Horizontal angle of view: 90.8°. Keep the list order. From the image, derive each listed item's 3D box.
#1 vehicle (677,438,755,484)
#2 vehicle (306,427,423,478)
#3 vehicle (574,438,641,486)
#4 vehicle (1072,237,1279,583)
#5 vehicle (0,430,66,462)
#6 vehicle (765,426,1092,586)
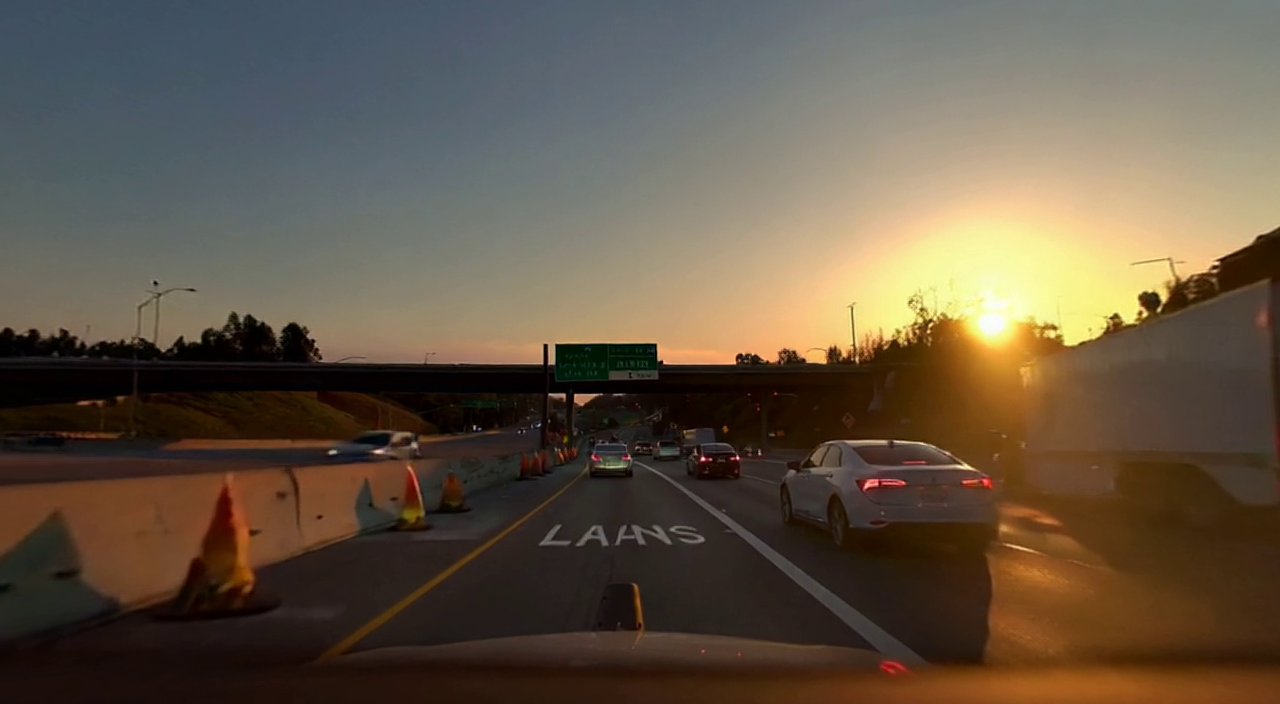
[{"bbox_3d":[2.587,3.843,22.585,2.042,1.460,4.451,0,-8,-2],"label":"vehicle"},{"bbox_3d":[-9.370,3.469,21.944,2.007,1.555,4.466,0,-9,1],"label":"vehicle"},{"bbox_3d":[-1.049,3.726,21.673,2.069,1.470,4.004,0,-8,-2],"label":"vehicle"},{"bbox_3d":[7.744,0.741,7.777,2.575,3.519,2.984,-1,-8,4],"label":"vehicle"},{"bbox_3d":[-32.650,4.865,32.653,1.885,1.550,4.330,0,-8,-2],"label":"vehicle"},{"bbox_3d":[3.101,1.738,8.025,1.996,1.455,4.281,0,-8,-2],"label":"vehicle"}]
